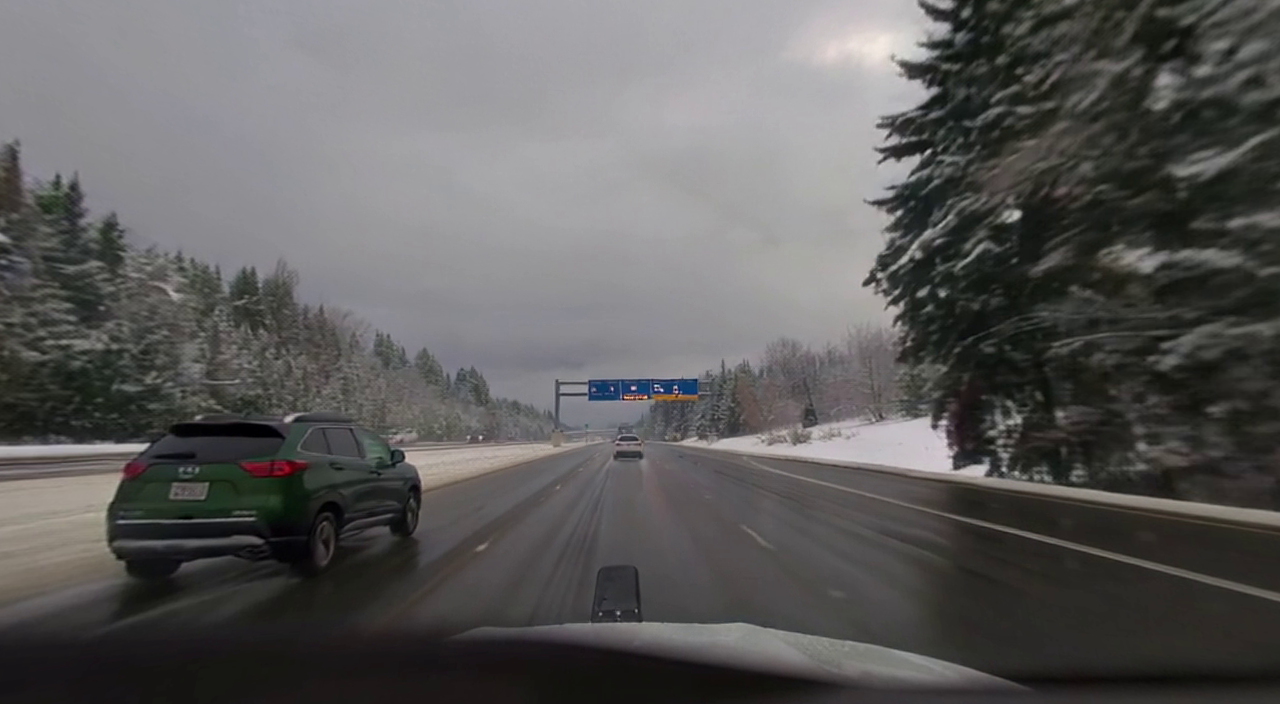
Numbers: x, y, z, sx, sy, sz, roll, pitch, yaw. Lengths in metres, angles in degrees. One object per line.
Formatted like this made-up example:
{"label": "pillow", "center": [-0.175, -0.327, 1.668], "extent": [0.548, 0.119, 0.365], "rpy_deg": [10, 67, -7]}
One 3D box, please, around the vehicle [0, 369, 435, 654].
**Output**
{"label": "vehicle", "center": [-3.776, 1.245, 6.046], "extent": [2.111, 1.689, 4.505], "rpy_deg": [0, -8, -1]}

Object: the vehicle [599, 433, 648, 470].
{"label": "vehicle", "center": [-0.751, 4.383, 28.007], "extent": [2.010, 1.534, 4.013], "rpy_deg": [0, -8, -2]}
